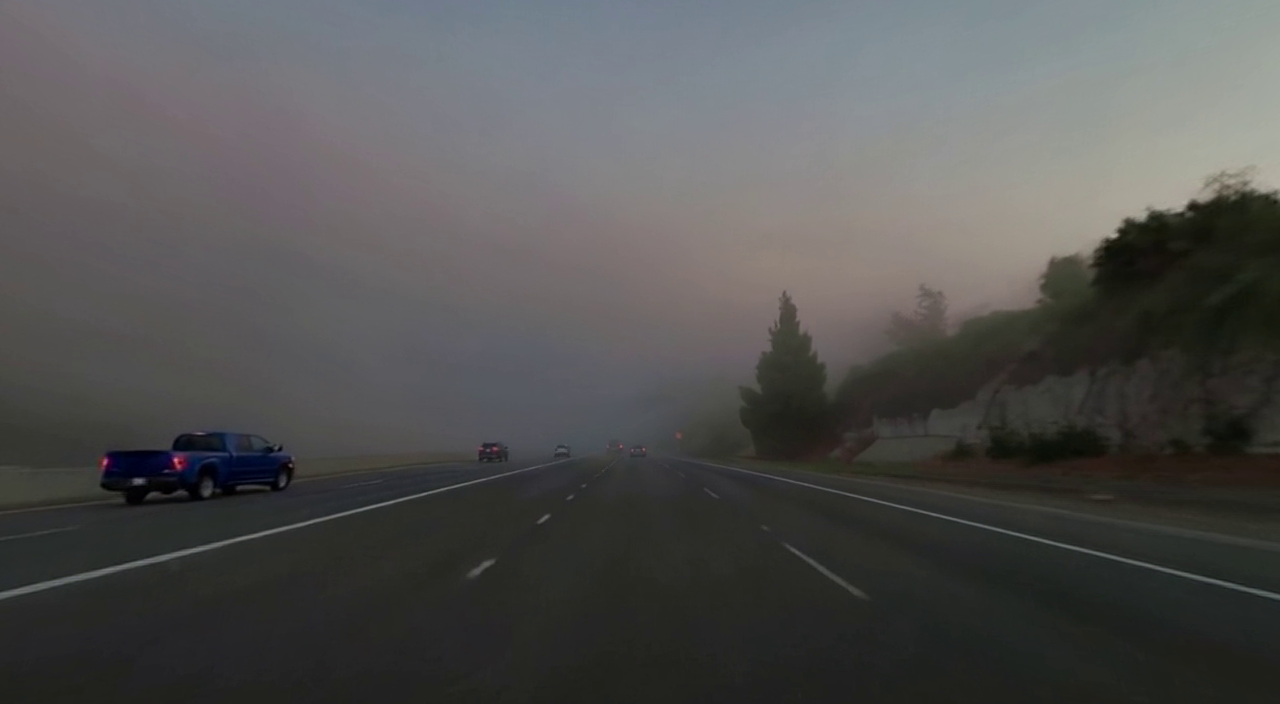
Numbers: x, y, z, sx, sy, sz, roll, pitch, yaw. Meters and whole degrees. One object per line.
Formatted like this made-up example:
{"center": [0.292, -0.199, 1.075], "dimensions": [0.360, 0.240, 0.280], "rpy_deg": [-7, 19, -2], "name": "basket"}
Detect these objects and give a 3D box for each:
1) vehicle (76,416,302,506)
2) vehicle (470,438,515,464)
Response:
{"center": [-10.795, 2.649, 15.757], "dimensions": [2.012, 1.875, 4.895], "rpy_deg": [0, -9, -1], "name": "vehicle"}
{"center": [-11.033, 7.441, 47.547], "dimensions": [2.195, 1.795, 4.659], "rpy_deg": [0, -9, 1], "name": "vehicle"}
